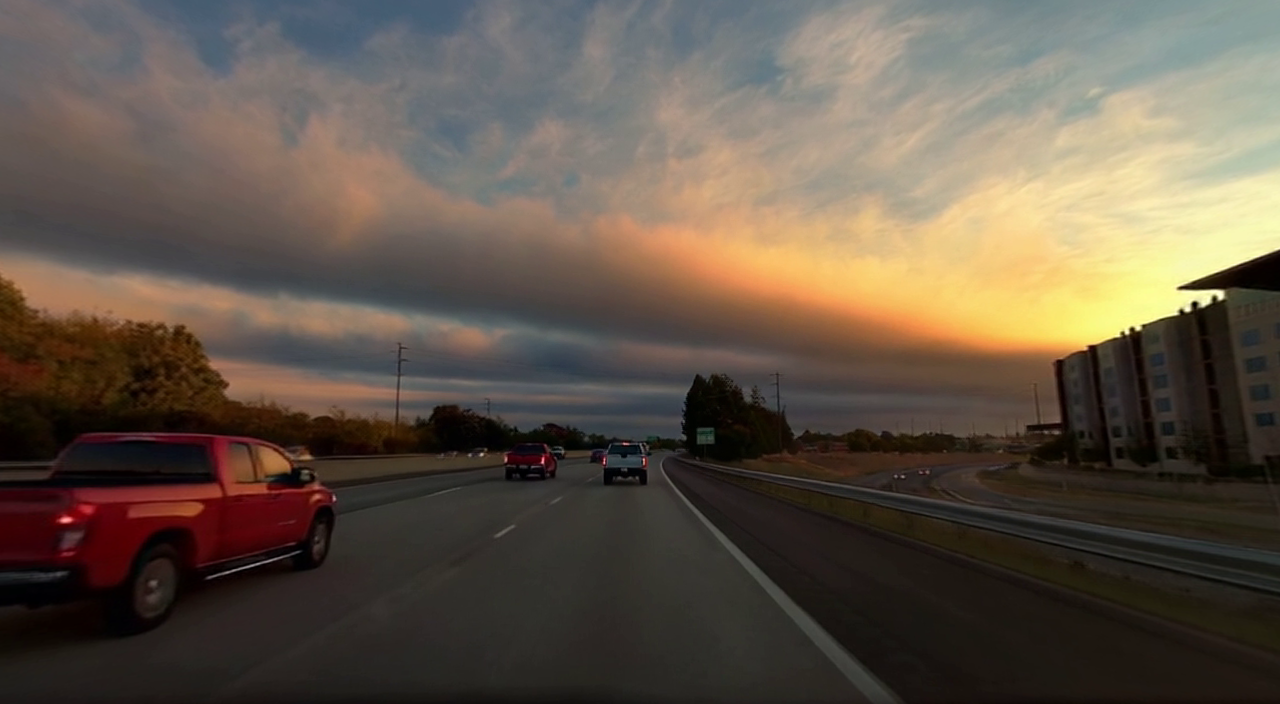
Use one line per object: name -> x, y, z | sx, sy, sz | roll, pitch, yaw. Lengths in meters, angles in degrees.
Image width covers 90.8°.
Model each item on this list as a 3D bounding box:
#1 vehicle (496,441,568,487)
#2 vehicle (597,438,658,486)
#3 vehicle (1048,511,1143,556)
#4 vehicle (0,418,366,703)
vehicle -> -4.352, 4.575, 26.282 | 2.038, 1.704, 5.181 | 0, -8, 1
vehicle -> -0.428, 4.480, 26.080 | 2.293, 1.753, 4.380 | 0, -8, 1
vehicle -> 23.707, 9.440, 33.118 | 1.956, 1.594, 4.425 | 0, -8, 4
vehicle -> -4.150, 1.352, 5.050 | 1.936, 1.470, 4.402 | 0, -8, 0
